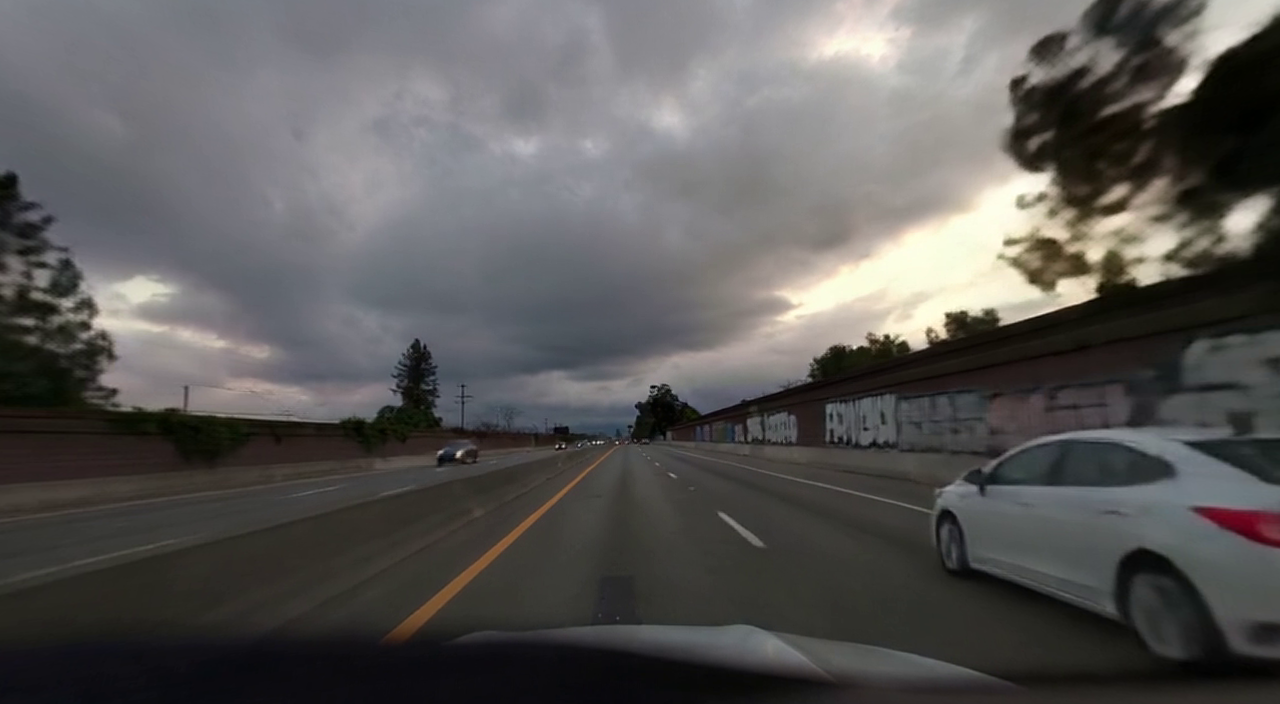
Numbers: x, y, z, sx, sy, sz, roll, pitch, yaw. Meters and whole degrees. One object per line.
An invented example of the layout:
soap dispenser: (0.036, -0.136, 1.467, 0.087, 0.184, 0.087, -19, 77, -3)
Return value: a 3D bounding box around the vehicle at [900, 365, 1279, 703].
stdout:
vehicle: (3.477, 1.060, 4.212, 1.841, 1.556, 3.618, 0, -8, -1)
